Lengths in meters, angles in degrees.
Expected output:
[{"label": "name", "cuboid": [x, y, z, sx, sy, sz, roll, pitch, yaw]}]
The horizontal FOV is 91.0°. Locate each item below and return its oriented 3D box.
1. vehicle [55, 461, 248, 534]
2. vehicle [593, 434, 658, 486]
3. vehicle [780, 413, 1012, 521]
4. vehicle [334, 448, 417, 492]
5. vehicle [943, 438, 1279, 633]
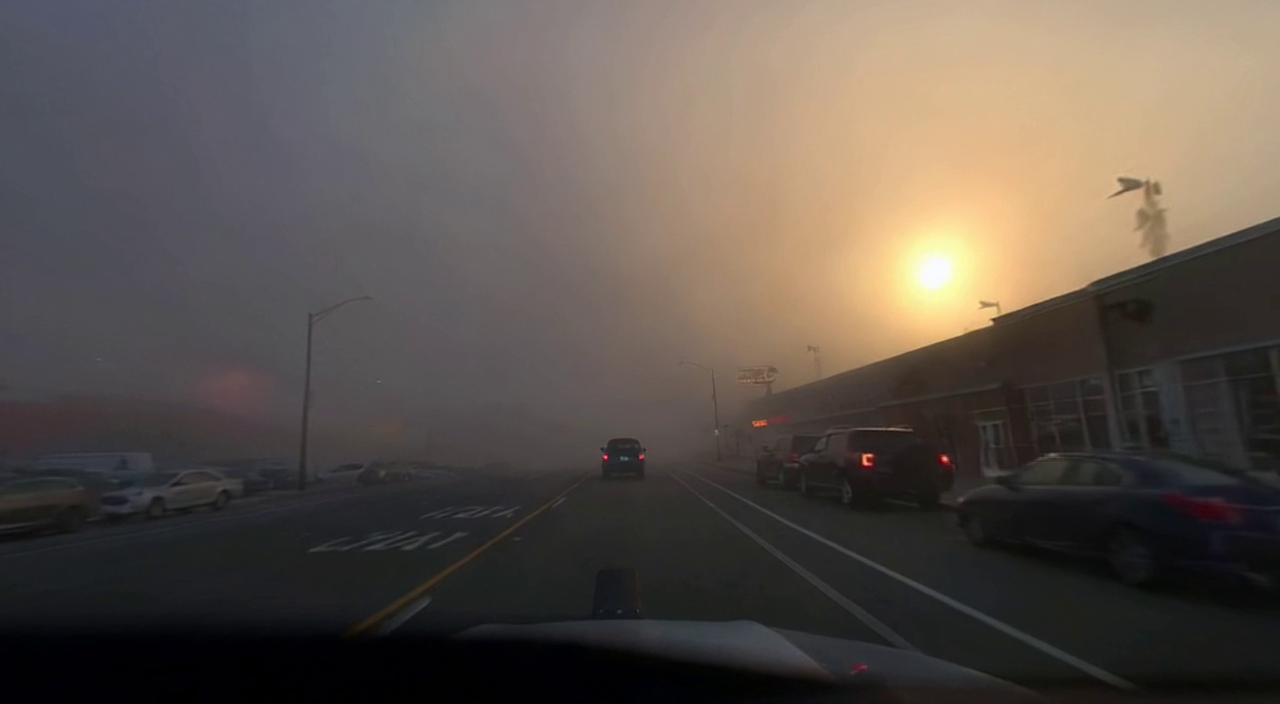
[{"label": "vehicle", "cuboid": [-13.400, 3.958, 17.733, 1.914, 1.489, 4.523, -5, -8, -1]}, {"label": "vehicle", "cuboid": [-0.528, 4.074, 24.051, 2.239, 1.763, 4.096, 0, -8, 0]}, {"label": "vehicle", "cuboid": [5.419, 2.582, 14.764, 2.568, 1.974, 6.203, 0, -8, -3]}, {"label": "vehicle", "cuboid": [-13.547, 6.019, 32.590, 2.296, 1.847, 4.856, -4, -8, -1]}, {"label": "vehicle", "cuboid": [5.588, 1.722, 7.130, 1.805, 1.429, 4.911, 0, -8, -1]}]
